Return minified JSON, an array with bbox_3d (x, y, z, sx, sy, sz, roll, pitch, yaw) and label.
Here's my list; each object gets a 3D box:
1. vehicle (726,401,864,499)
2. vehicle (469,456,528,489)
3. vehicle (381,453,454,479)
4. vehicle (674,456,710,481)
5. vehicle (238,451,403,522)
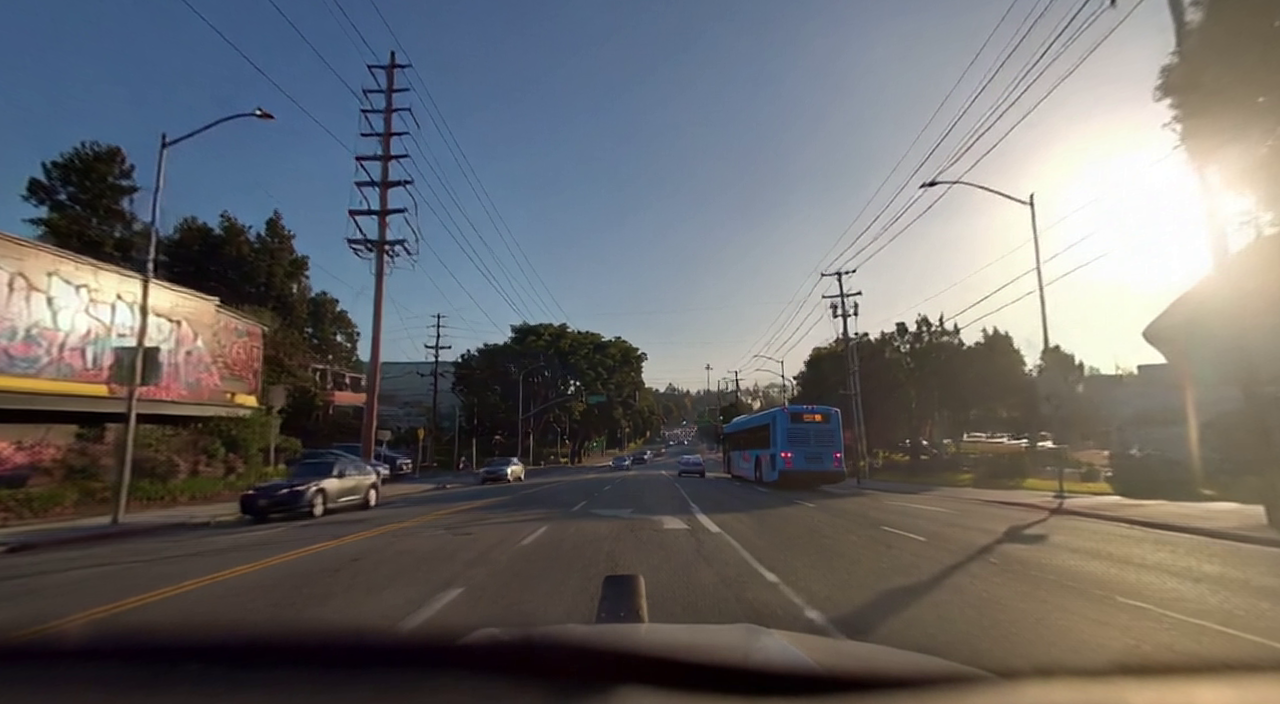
[{"bbox_3d":[6.316,4.367,28.631,3.045,3.447,12.604,0,-8,0],"label":"vehicle"},{"bbox_3d":[-7.973,6.786,35.934,2.017,1.659,4.405,-1,-8,5],"label":"vehicle"},{"bbox_3d":[-16.926,8.663,48.247,4.707,1.825,2.207,1,-8,3],"label":"vehicle"},{"bbox_3d":[3.342,7.531,41.053,1.961,1.470,4.196,0,-8,0],"label":"vehicle"},{"bbox_3d":[-8.744,3.684,17.889,2.011,1.672,4.637,-1,-8,3],"label":"vehicle"}]
